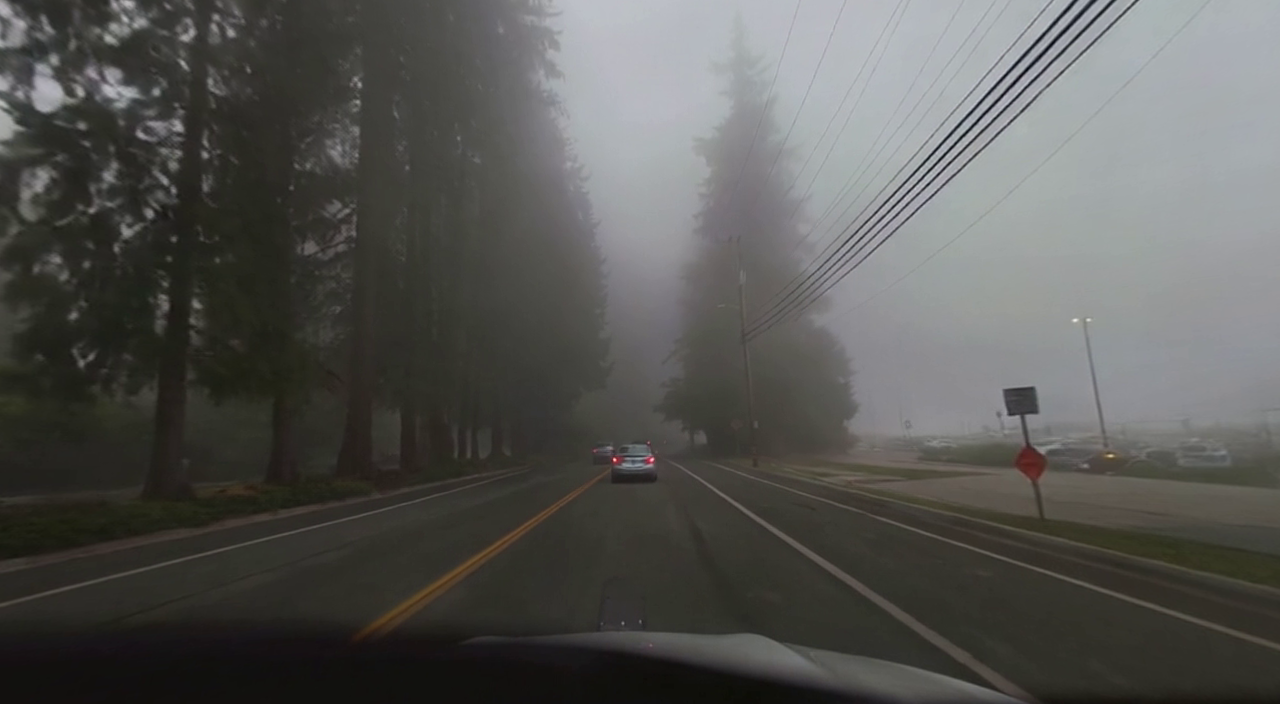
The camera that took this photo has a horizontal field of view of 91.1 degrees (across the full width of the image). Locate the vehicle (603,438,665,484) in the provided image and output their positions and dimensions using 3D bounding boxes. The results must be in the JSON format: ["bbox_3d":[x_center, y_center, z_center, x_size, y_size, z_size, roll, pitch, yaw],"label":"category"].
[{"bbox_3d":[-0.202,3.828,22.366,1.991,1.463,3.988,0,-8,0],"label":"vehicle"}]
